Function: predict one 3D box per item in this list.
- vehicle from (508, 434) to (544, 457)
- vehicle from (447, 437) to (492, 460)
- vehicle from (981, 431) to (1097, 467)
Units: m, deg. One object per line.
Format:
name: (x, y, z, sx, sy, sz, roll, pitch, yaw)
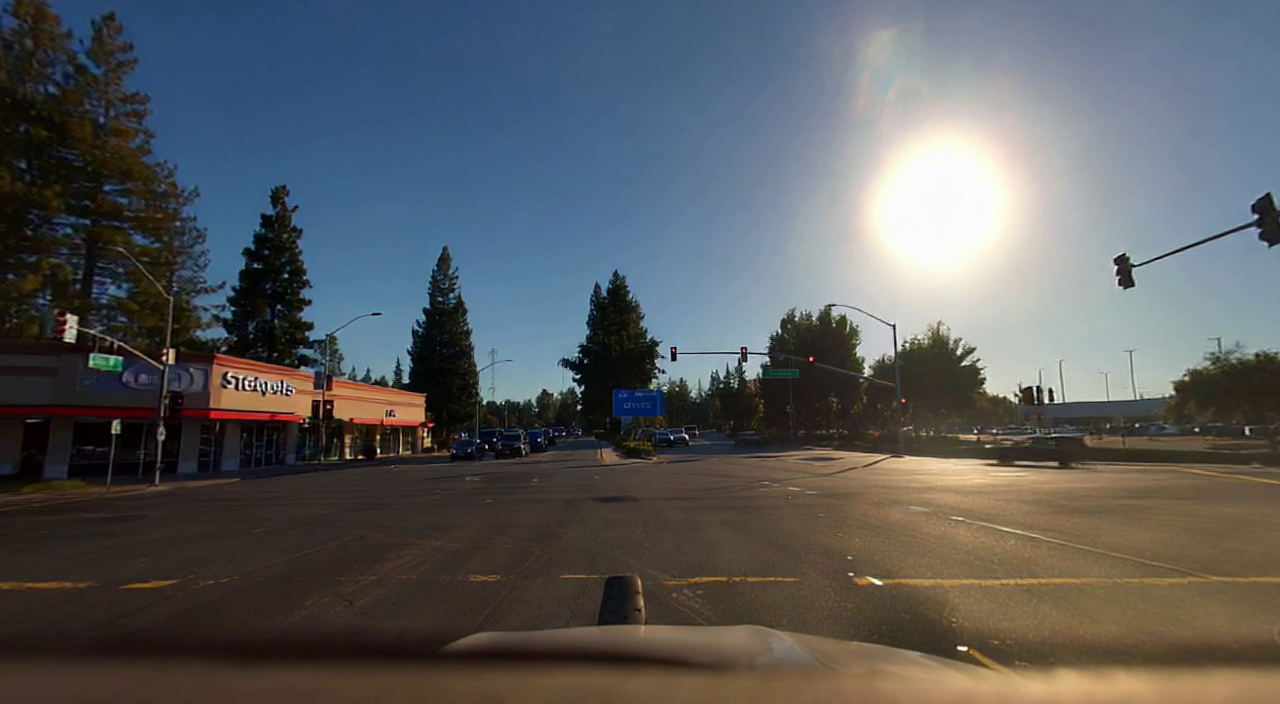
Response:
vehicle: (-8.073, 6.665, 45.088, 1.920, 1.546, 4.086, 0, -9, -1)
vehicle: (-11.794, 6.688, 43.894, 2.111, 1.499, 4.371, 0, -9, -3)
vehicle: (19.856, 4.865, 31.687, 4.667, 1.664, 1.936, -5, -10, 27)
